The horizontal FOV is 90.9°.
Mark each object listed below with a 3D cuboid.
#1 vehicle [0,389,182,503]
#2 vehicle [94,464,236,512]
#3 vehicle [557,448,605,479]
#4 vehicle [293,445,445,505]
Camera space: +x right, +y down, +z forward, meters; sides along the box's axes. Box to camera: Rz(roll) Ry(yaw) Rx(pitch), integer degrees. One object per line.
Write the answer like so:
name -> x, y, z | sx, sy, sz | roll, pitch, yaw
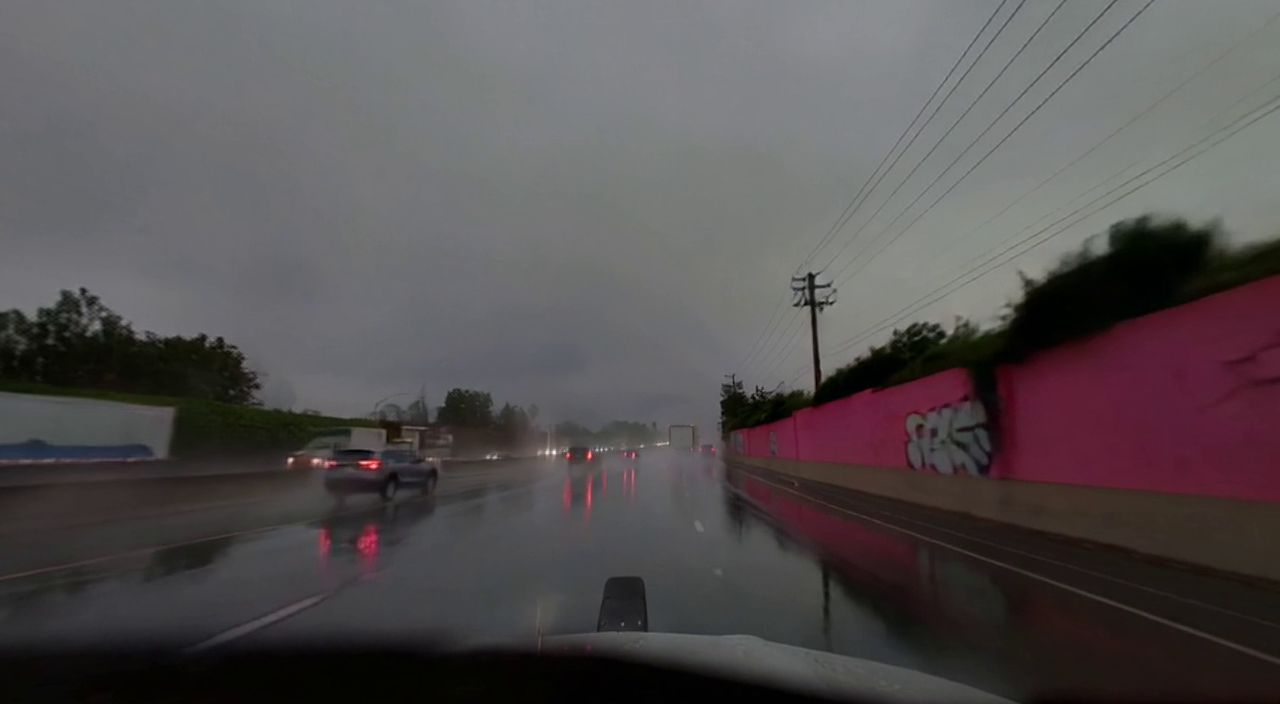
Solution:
vehicle -> -24.210, 3.468, 23.171 | 2.886, 4.024, 14.699 | -1, -9, 4
vehicle -> -15.949, 4.558, 21.450 | 1.789, 1.390, 3.746 | -1, -9, 2
vehicle -> -3.103, 5.984, 33.972 | 1.966, 1.565, 3.766 | -1, -9, 4
vehicle -> -7.702, 3.534, 18.575 | 2.142, 1.503, 4.767 | -1, -9, 3
